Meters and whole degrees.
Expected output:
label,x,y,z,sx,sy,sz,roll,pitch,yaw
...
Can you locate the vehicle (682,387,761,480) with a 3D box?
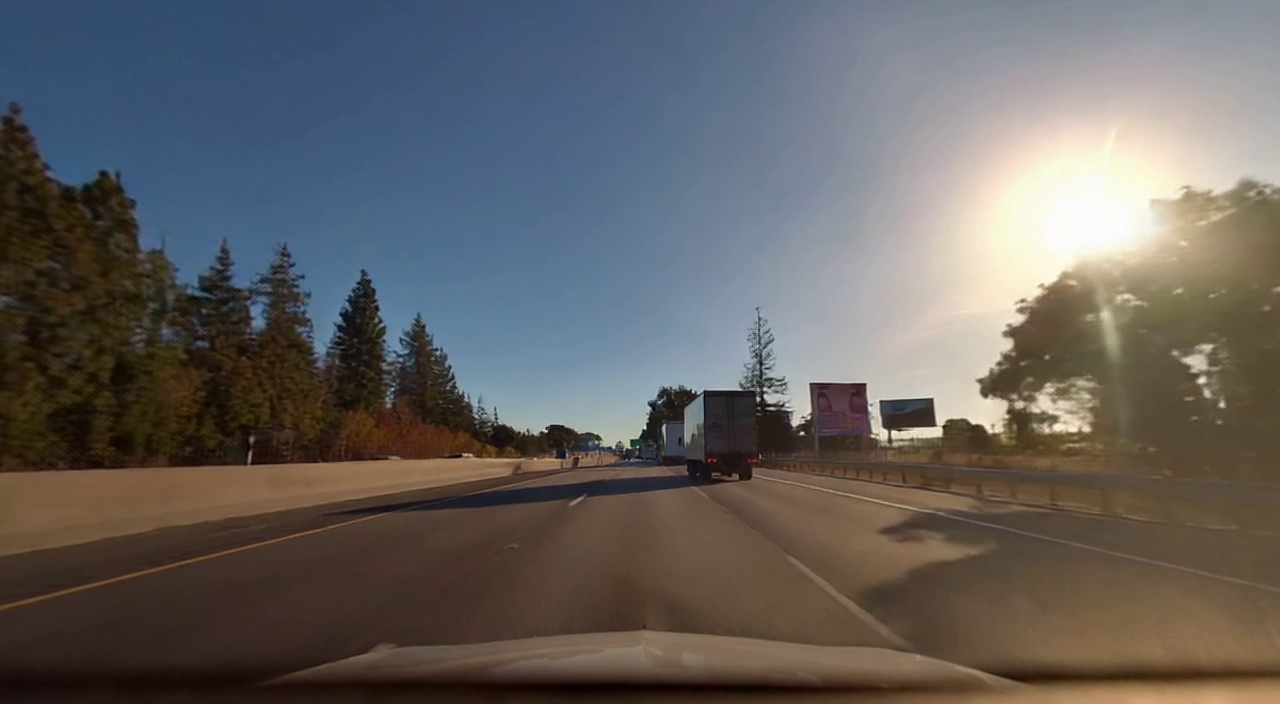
label,x,y,z,sx,sy,sz,roll,pitch,yaw
vehicle,4.268,4.846,36.367,2.826,4.269,14.176,0,-9,1
